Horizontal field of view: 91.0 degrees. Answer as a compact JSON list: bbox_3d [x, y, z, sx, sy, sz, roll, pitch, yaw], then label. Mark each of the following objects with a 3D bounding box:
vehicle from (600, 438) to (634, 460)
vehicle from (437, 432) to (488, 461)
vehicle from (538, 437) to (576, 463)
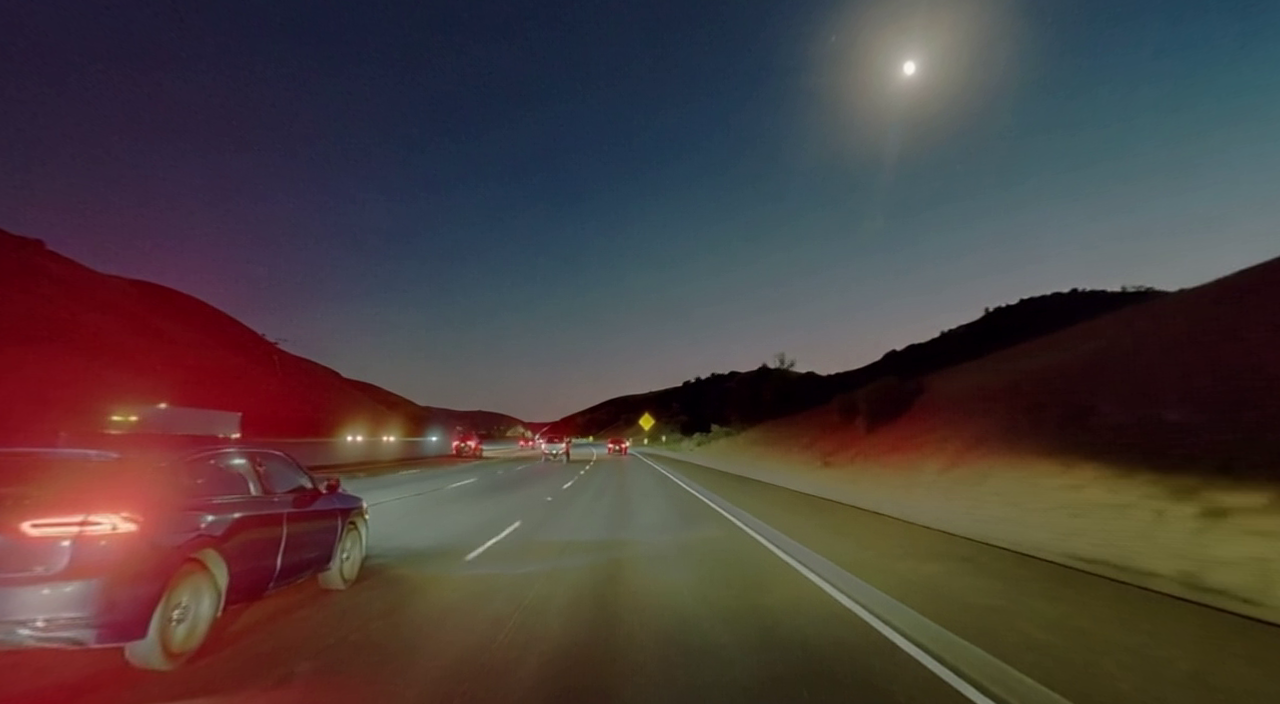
[{"bbox_3d":[-1.748,7.332,47.636,2.421,1.594,4.248,0,-9,-2],"label":"vehicle"},{"bbox_3d":[-12.445,6.692,44.508,2.219,1.923,4.985,0,-9,-1],"label":"vehicle"},{"bbox_3d":[-5.374,6.419,41.308,2.060,1.631,4.214,0,-9,-1],"label":"vehicle"}]
